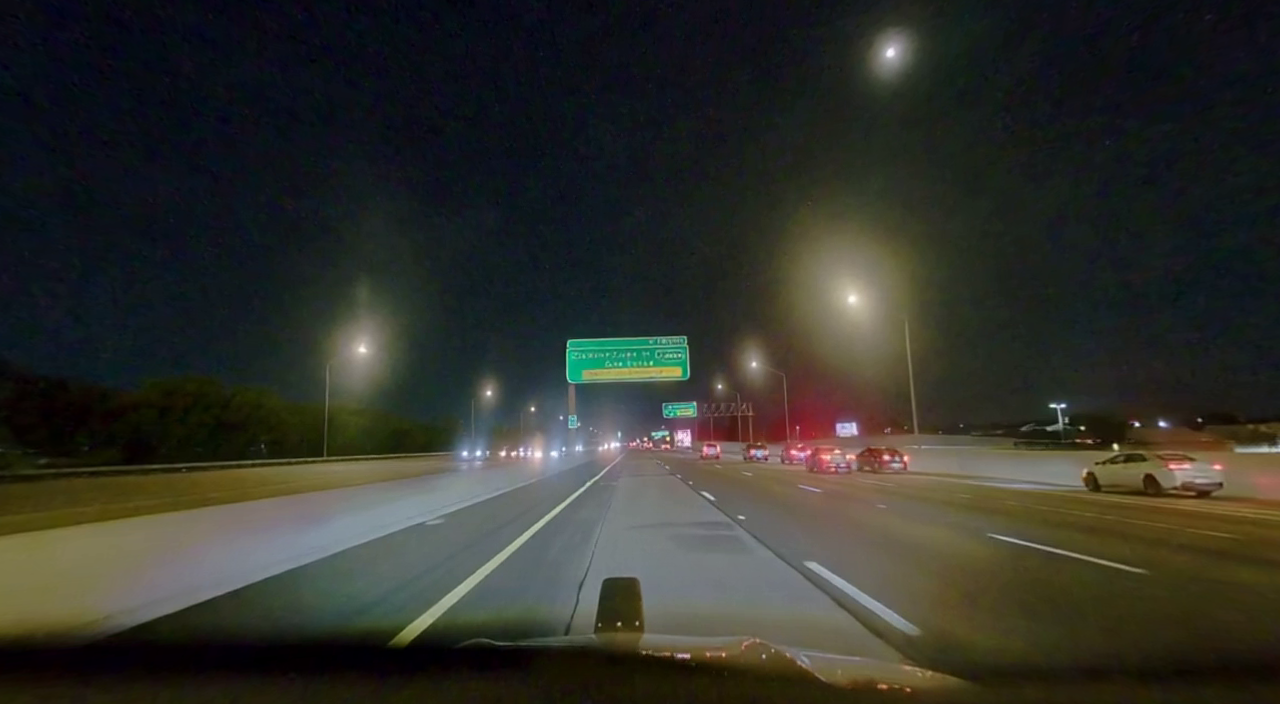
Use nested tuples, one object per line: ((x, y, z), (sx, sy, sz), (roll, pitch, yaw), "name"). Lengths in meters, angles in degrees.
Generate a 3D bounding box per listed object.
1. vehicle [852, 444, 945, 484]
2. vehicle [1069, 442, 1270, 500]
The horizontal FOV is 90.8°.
((10.072, 4.369, 24.987), (1.836, 1.418, 4.132), (0, -9, -1), "vehicle")
((15.378, 3.454, 18.801), (1.915, 1.479, 4.691), (0, -9, 0), "vehicle")
